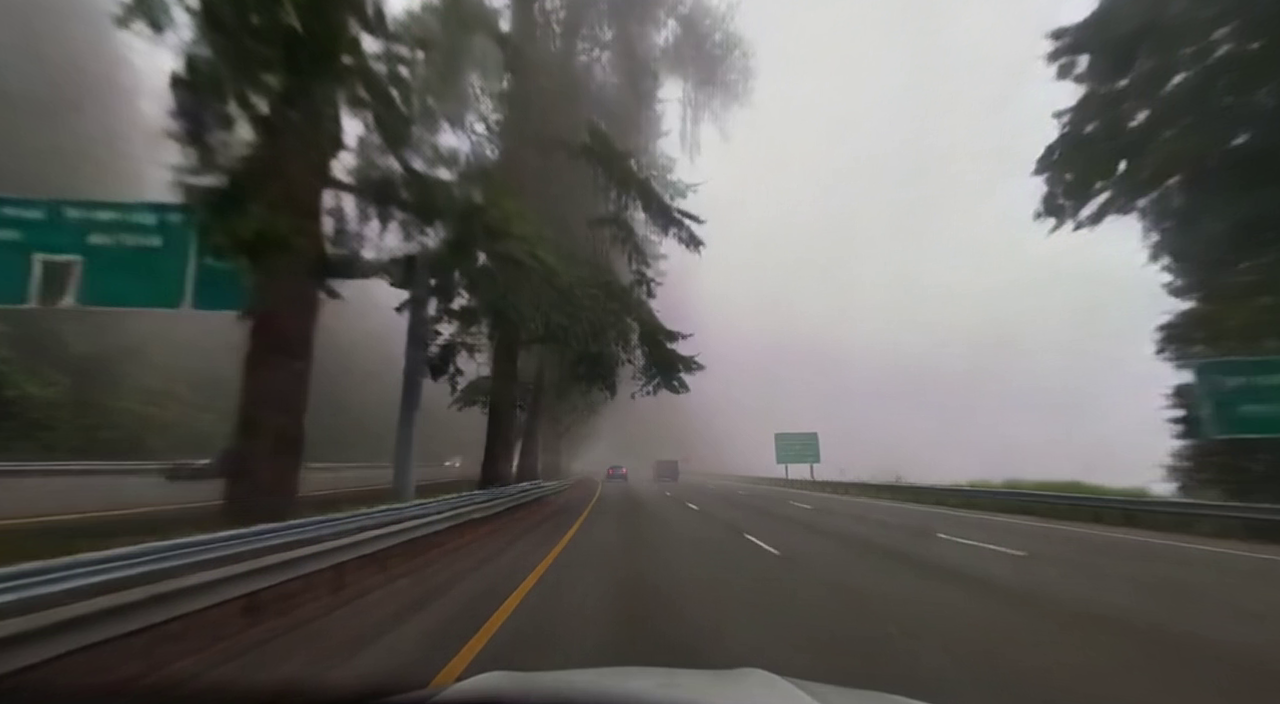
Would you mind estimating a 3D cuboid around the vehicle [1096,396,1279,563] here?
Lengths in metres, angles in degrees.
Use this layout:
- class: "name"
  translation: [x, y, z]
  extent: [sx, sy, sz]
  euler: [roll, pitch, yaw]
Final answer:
- class: "vehicle"
  translation: [11.774, 2.270, 11.228]
  extent: [2.398, 2.721, 6.295]
  euler: [1, -10, -1]
